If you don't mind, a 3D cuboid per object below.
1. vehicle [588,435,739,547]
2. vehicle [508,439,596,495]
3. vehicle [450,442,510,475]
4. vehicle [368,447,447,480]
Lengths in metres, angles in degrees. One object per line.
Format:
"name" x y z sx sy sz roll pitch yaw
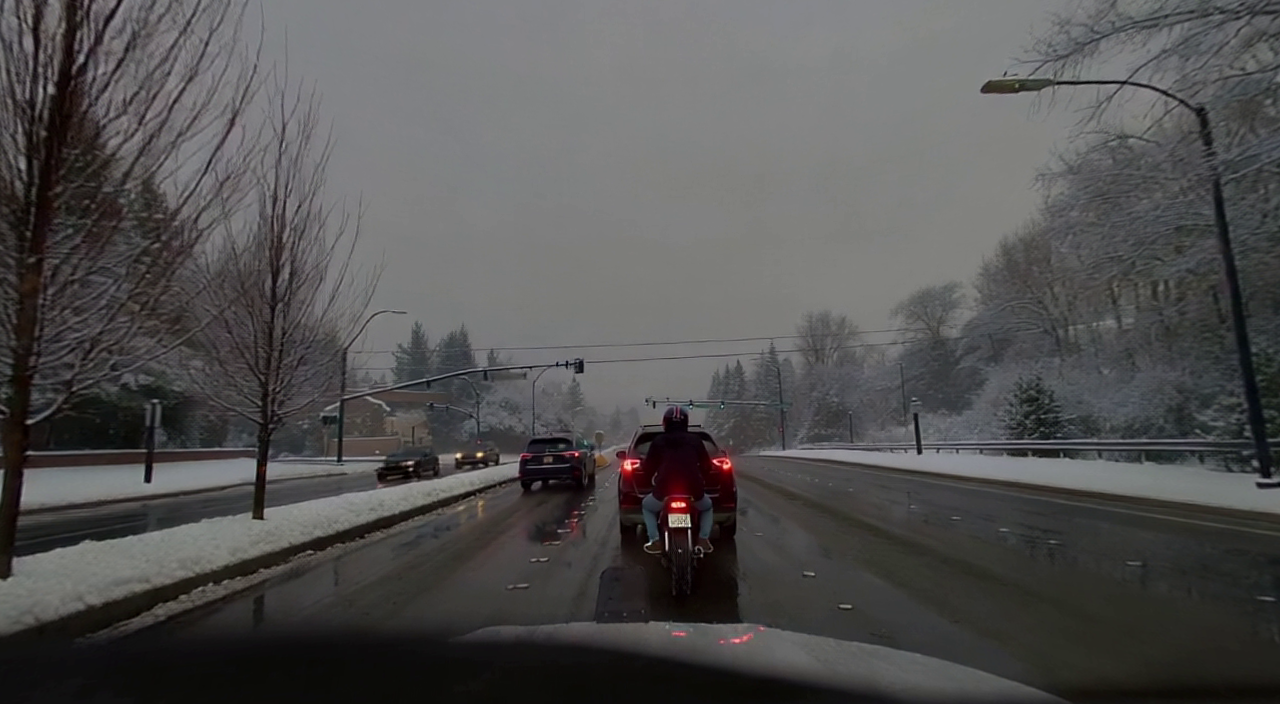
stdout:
"vehicle" 0.334 2.183 10.731 2.009 1.450 4.608 -1 -8 1
"vehicle" -2.521 3.405 19.119 1.979 1.499 3.840 -1 -8 2
"vehicle" -7.709 5.127 30.707 1.735 1.480 4.137 -1 -8 2
"vehicle" -11.171 5.354 30.670 1.936 1.425 4.630 -1 -8 2
